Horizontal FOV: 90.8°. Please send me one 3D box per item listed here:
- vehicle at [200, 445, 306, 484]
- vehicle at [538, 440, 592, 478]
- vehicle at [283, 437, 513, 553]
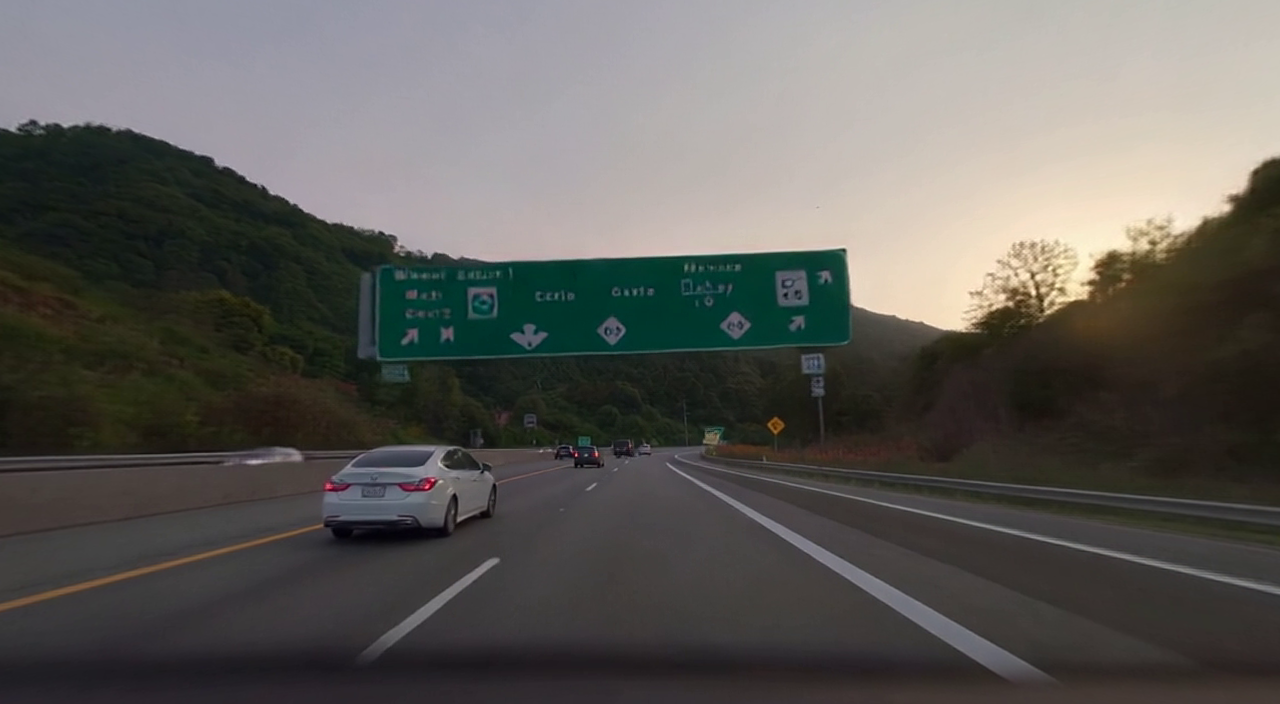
[{"bbox_3d":[-15.949,4.644,26.284,1.863,1.443,4.026,0,-9,0],"label":"vehicle"},{"bbox_3d":[-3.607,5.243,31.118,2.073,1.694,4.162,-1,-9,1],"label":"vehicle"},{"bbox_3d":[-3.542,2.174,10.335,1.988,1.440,4.504,0,-9,0],"label":"vehicle"}]
